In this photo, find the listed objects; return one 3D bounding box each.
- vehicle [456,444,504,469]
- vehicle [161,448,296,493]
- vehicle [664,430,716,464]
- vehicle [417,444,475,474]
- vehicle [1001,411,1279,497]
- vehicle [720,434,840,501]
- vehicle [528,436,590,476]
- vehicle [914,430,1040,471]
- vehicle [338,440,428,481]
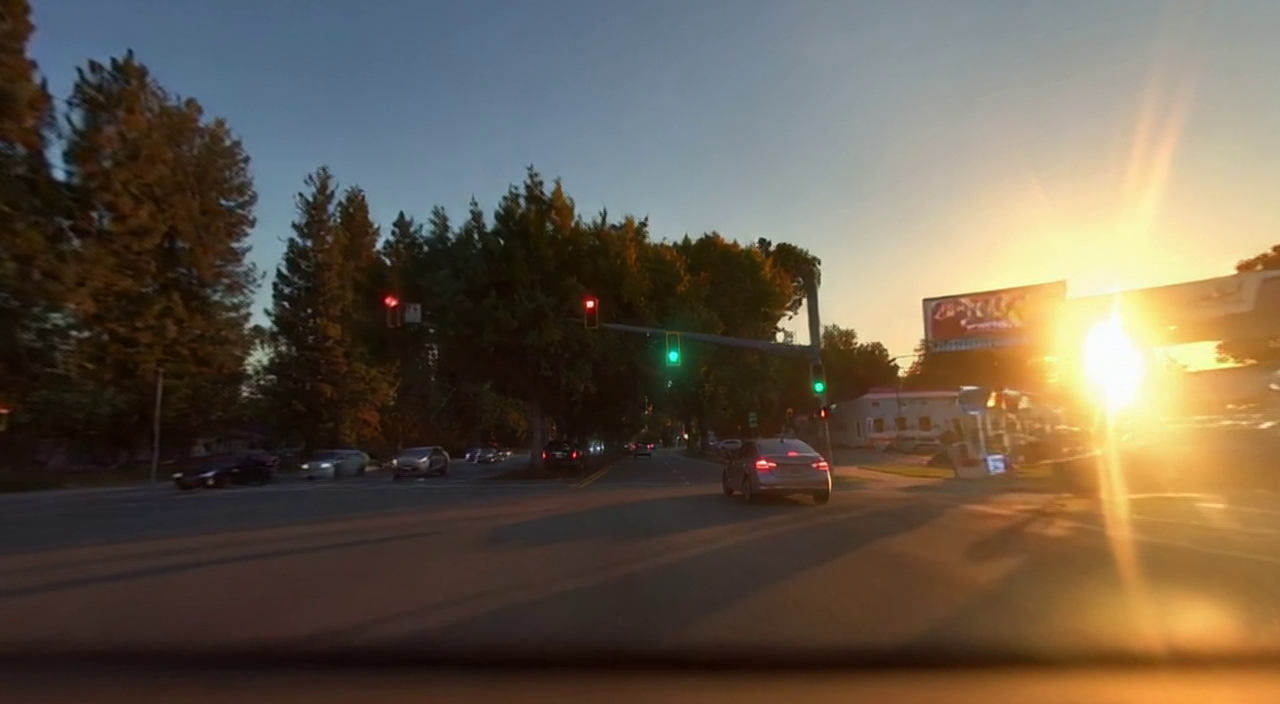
[{"bbox_3d":[-11.093,7.252,44.030,2.004,1.509,4.932,-1,-6,1],"label":"vehicle"},{"bbox_3d":[-15.373,4.423,23.902,1.933,1.472,4.500,0,-9,2],"label":"vehicle"},{"bbox_3d":[3.469,6.846,45.467,3.245,2.199,6.295,1,-9,0],"label":"vehicle"},{"bbox_3d":[-11.165,6.155,36.601,1.909,1.467,4.522,-1,-6,0],"label":"vehicle"},{"bbox_3d":[12.389,2.542,15.851,5.156,1.917,2.308,0,-9,2],"label":"vehicle"},{"bbox_3d":[3.512,3.005,16.835,2.095,1.475,4.686,1,-9,-1],"label":"vehicle"},{"bbox_3d":[-3.718,4.880,29.812,2.250,1.713,4.422,1,-9,1],"label":"vehicle"},{"bbox_3d":[17.375,5.078,33.091,2.766,1.917,6.394,0,-7,-4],"label":"vehicle"},{"bbox_3d":[-11.473,4.856,28.555,2.091,1.644,4.645,1,-9,1],"label":"vehicle"}]
